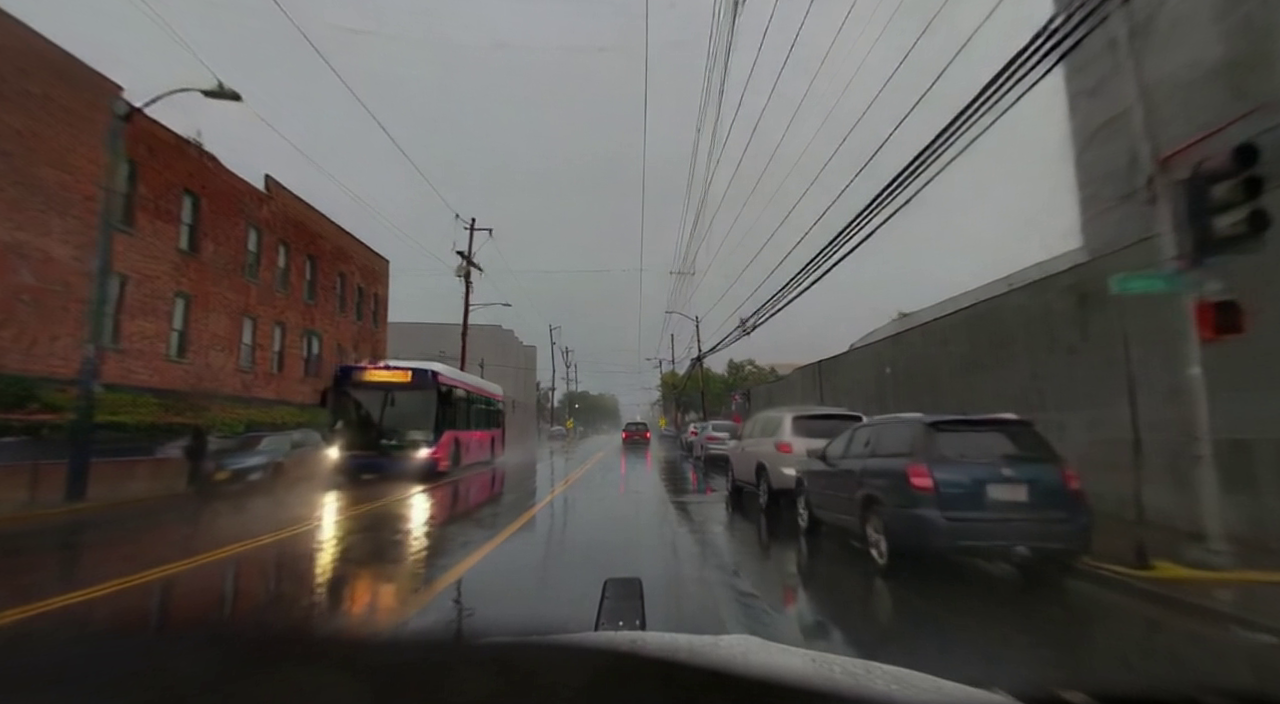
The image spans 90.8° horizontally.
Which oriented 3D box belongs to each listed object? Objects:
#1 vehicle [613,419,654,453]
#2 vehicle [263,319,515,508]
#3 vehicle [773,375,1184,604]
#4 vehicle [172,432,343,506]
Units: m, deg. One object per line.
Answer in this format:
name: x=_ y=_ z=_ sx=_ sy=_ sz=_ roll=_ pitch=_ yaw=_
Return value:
vehicle: x=-0.365 y=4.738 z=35.646 sx=2.190 sy=1.783 sz=4.048 roll=0 pitch=-8 yaw=0
vehicle: x=-5.713 y=1.992 z=17.747 sx=3.297 sy=3.342 sz=12.875 roll=1 pitch=-8 yaw=-7
vehicle: x=3.093 y=1.433 z=7.161 sx=2.171 sy=1.751 sz=4.373 roll=1 pitch=-10 yaw=-1
vehicle: x=-9.987 y=3.016 z=16.960 sx=2.031 sy=1.539 sz=4.089 roll=0 pitch=-5 yaw=0
